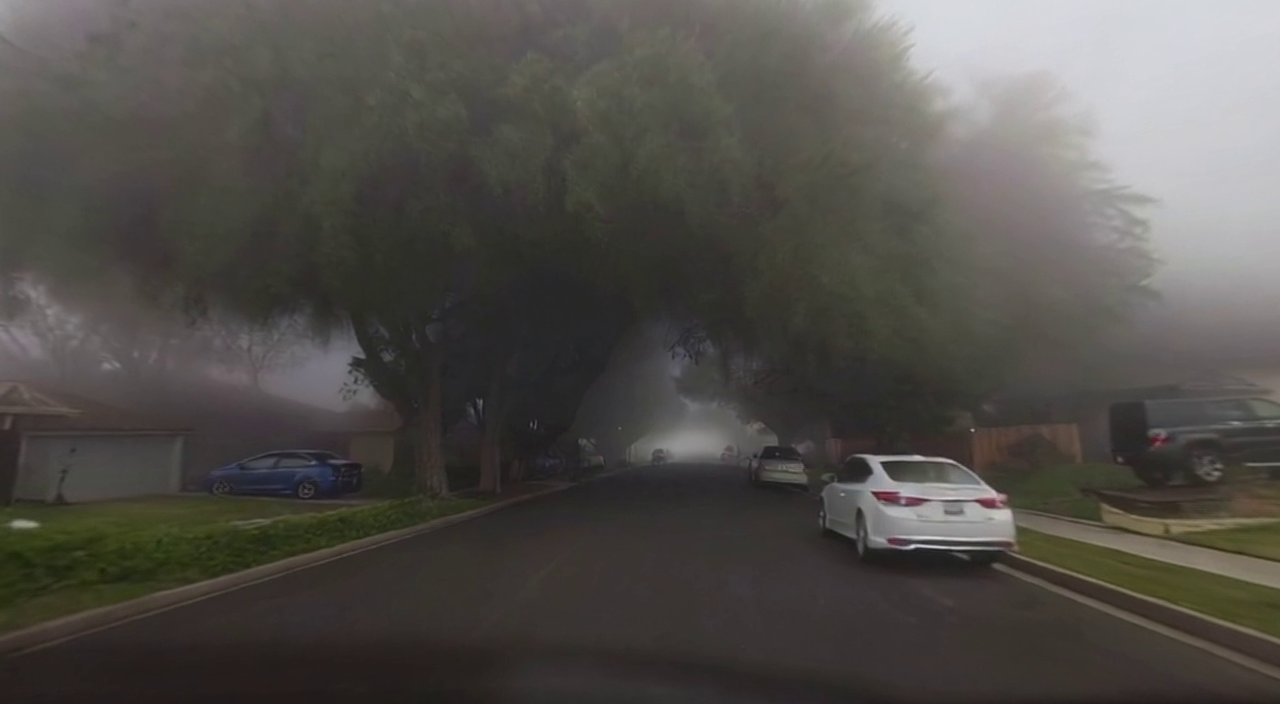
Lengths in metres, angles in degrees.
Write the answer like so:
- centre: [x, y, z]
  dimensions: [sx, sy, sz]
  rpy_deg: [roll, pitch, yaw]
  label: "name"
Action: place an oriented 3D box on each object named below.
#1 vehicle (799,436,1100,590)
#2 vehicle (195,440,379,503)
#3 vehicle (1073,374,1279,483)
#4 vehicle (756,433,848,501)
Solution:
- centre: [3.670, 1.950, 8.704]
  dimensions: [2.009, 1.506, 4.698]
  rpy_deg: [0, -8, 4]
  label: "vehicle"
- centre: [-10.809, 3.638, 19.547]
  dimensions: [4.511, 1.809, 2.018]
  rpy_deg: [-1, -9, 7]
  label: "vehicle"
- centre: [11.919, 1.595, 12.566]
  dimensions: [4.861, 1.911, 2.181]
  rpy_deg: [1, -10, 7]
  label: "vehicle"
- centre: [4.896, 3.534, 19.858]
  dimensions: [2.023, 1.851, 4.782]
  rpy_deg: [-1, -8, 5]
  label: "vehicle"
